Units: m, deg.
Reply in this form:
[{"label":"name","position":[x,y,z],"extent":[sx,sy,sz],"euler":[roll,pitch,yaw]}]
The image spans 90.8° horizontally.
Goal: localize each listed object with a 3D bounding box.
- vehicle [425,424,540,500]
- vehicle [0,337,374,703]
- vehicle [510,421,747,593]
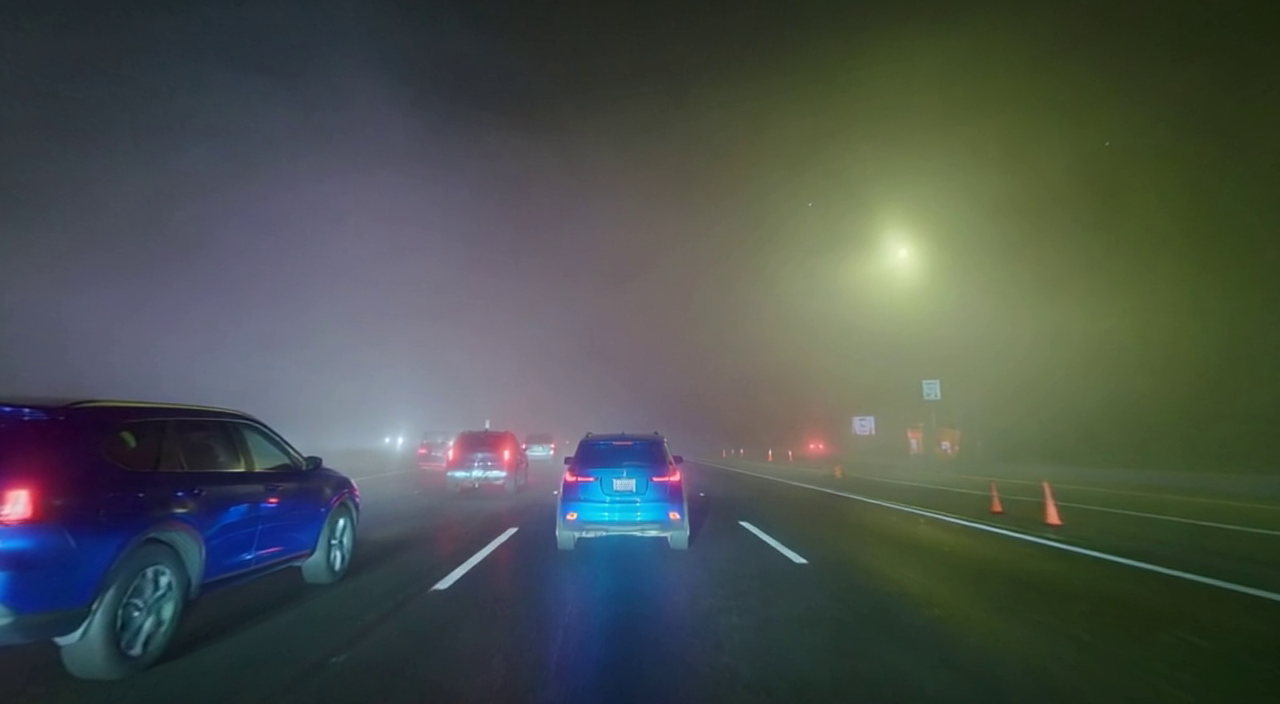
[{"label":"vehicle","position":[-3.939,2.826,16.537],"extent":[1.982,1.727,4.057],"euler":[0,-9,-1]},{"label":"vehicle","position":[-3.636,1.052,4.193],"extent":[2.025,1.708,4.089],"euler":[0,-9,-1]},{"label":"vehicle","position":[-0.182,1.653,7.585],"extent":[2.069,1.484,3.982],"euler":[0,-9,-3]}]
